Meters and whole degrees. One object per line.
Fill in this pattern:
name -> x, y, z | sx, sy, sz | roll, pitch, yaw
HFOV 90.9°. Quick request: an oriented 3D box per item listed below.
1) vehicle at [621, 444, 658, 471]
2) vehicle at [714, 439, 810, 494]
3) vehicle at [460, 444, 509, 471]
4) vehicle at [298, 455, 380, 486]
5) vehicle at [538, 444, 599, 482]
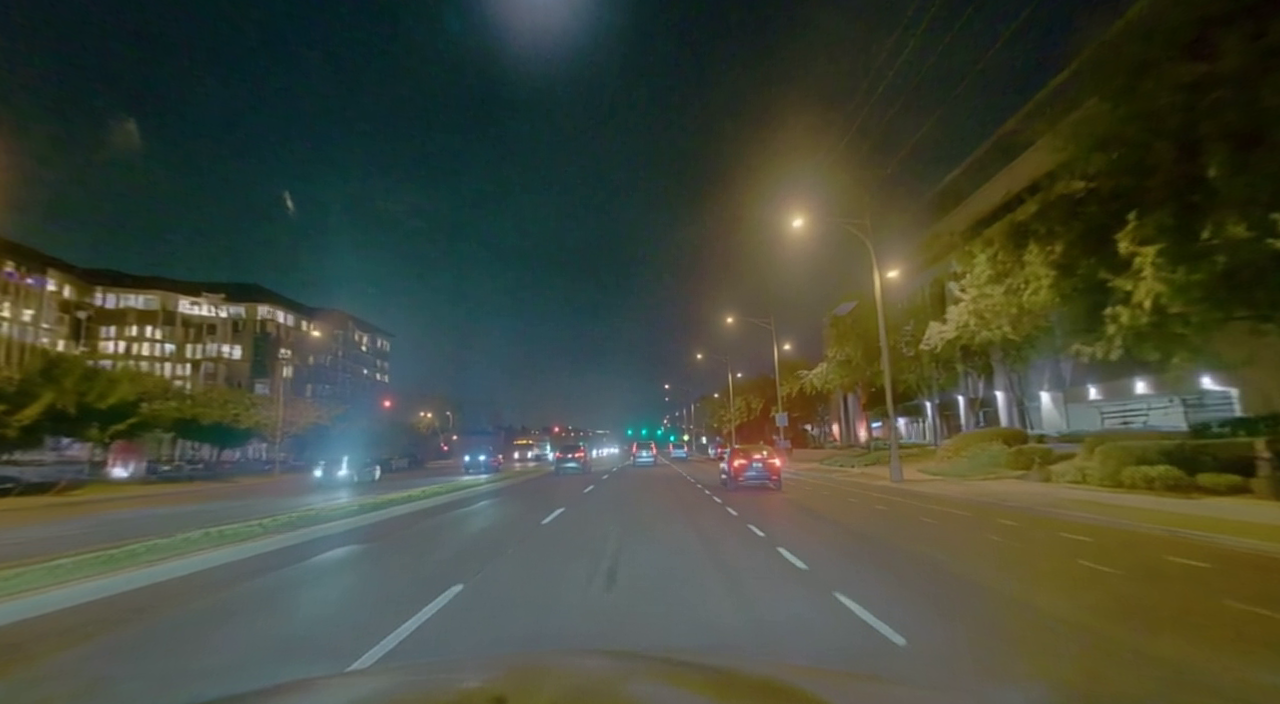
vehicle -> -0.028, 6.291, 37.849 | 2.101, 1.480, 3.929 | 0, -8, 0
vehicle -> 3.635, 3.493, 19.656 | 1.990, 1.486, 4.431 | 0, -8, -1
vehicle -> -12.106, 8.231, 49.417 | 2.296, 1.941, 5.816 | 0, -8, 1
vehicle -> -15.888, 6.252, 33.575 | 2.018, 1.465, 4.672 | 0, -8, 1
vehicle -> -2.982, 4.739, 27.245 | 2.082, 1.467, 4.379 | 0, -8, 1
